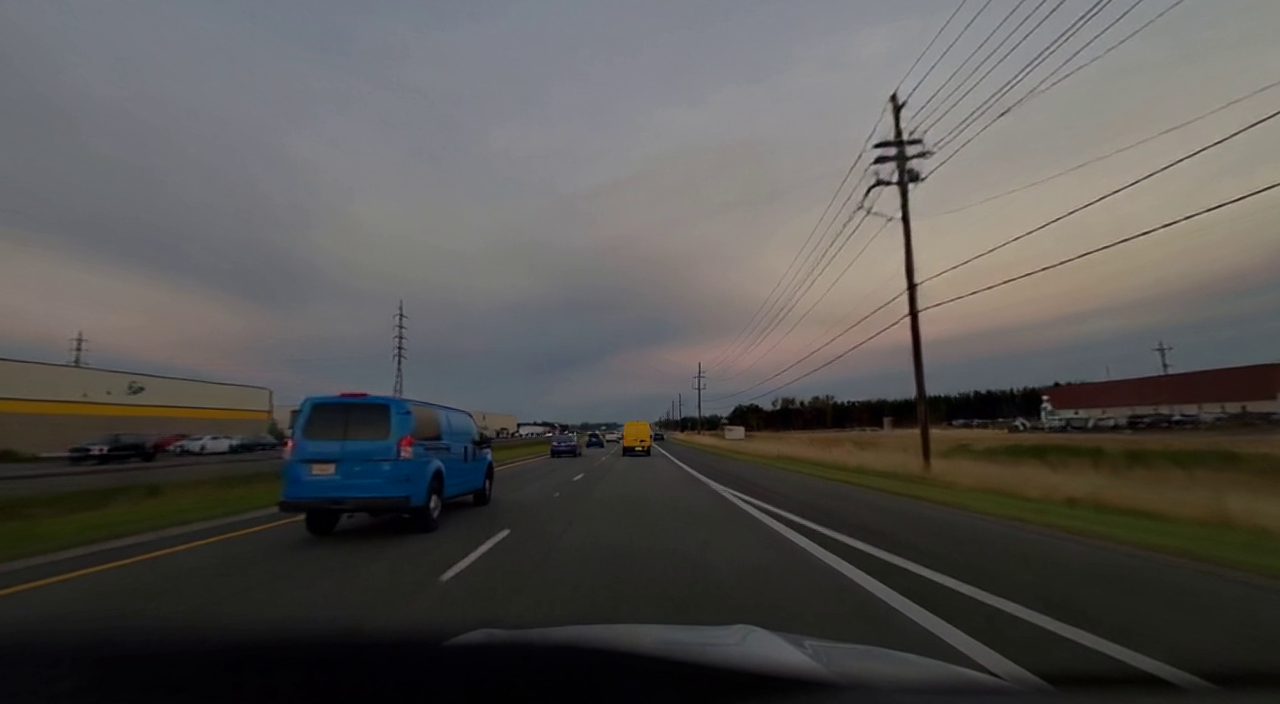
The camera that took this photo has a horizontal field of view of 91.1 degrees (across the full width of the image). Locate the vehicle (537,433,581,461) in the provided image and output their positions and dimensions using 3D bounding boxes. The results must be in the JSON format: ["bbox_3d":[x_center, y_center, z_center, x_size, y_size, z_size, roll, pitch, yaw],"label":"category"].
[{"bbox_3d":[-4.653,5.544,36.865,2.058,1.557,4.125,0,-8,0],"label":"vehicle"}]

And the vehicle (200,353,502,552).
[{"bbox_3d":[-4.152,1.597,10.622,2.388,2.410,5.787,0,-8,-1],"label":"vehicle"}]

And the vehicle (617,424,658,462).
[{"bbox_3d":[-0.170,5.229,36.283,2.213,1.997,4.456,0,-8,-1],"label":"vehicle"}]
